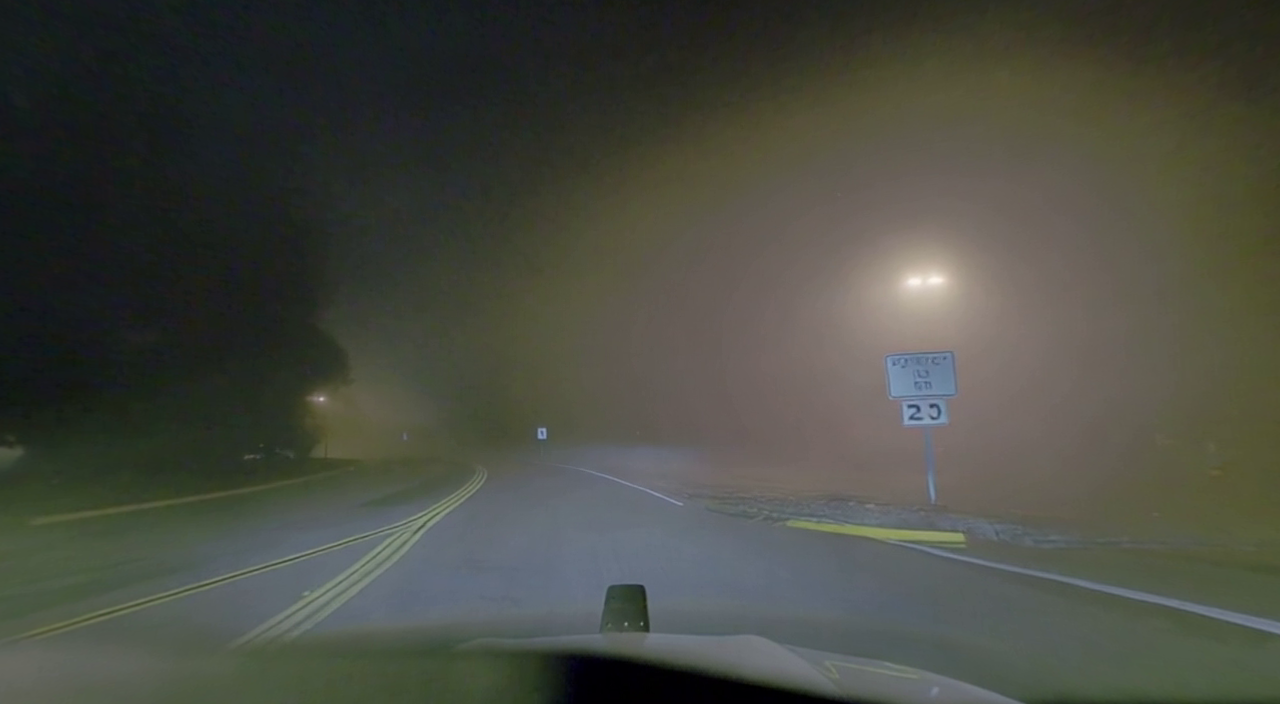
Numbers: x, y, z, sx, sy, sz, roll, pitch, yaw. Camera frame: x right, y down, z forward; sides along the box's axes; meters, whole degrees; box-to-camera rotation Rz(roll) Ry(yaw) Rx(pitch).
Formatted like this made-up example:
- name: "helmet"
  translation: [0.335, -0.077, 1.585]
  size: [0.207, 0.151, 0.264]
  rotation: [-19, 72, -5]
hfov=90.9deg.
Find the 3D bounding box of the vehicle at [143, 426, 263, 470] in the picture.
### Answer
- name: "vehicle"
  translation: [-21.231, 4.645, 30.675]
  size: [4.699, 1.996, 2.116]
  rotation: [-2, -9, 14]
